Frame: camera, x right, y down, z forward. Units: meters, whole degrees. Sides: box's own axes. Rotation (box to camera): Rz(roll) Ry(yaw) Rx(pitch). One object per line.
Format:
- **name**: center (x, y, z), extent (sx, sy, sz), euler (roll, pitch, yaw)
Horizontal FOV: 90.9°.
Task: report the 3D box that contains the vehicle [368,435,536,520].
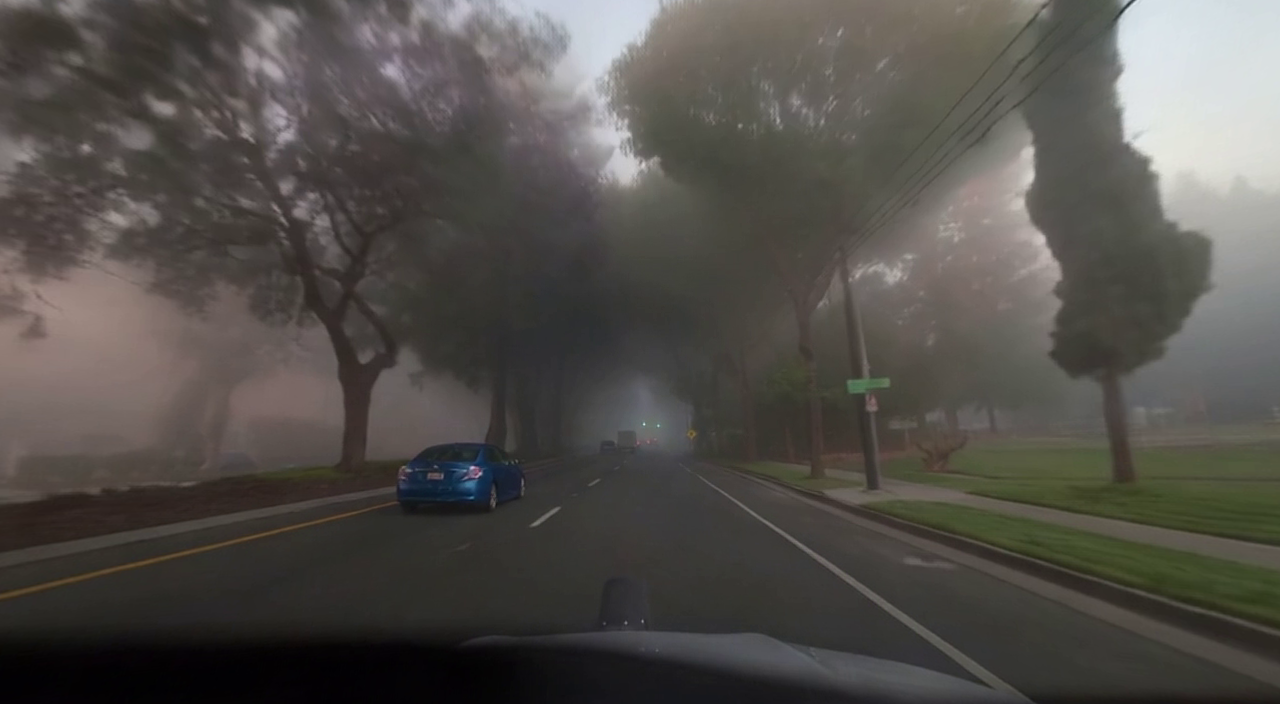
- **vehicle**: center (-3.634, 2.516, 13.205), extent (2.033, 1.454, 4.512), euler (0, -8, 1)
